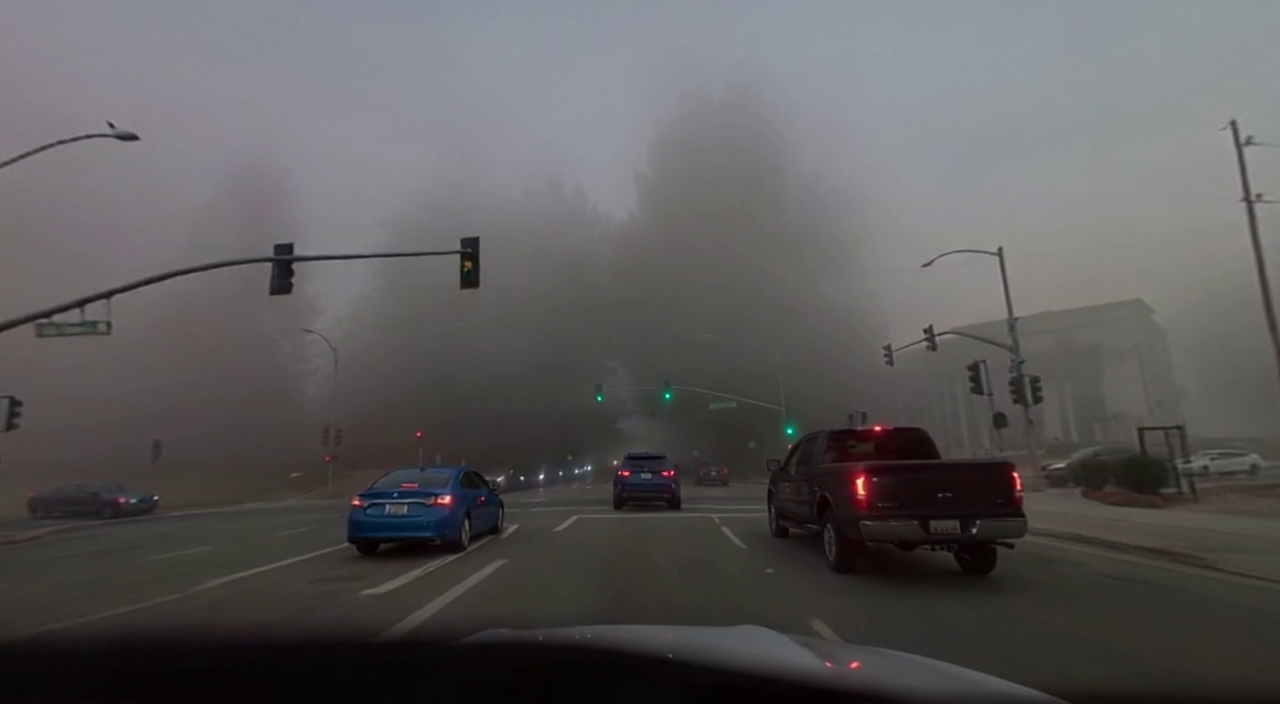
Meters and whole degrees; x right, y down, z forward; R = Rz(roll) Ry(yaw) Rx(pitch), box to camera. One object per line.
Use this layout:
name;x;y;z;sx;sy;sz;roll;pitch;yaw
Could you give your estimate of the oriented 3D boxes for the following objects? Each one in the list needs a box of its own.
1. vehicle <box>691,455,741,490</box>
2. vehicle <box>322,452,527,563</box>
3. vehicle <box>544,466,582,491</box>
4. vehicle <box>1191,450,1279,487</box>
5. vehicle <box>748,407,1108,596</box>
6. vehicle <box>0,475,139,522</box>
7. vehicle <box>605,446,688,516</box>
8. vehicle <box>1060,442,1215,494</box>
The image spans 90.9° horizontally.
vehicle;4.472;7.172;38.003;2.408;1.908;5.355;0;-9;1
vehicle;-3.393;2.521;11.097;1.909;1.476;4.751;0;-9;0
vehicle;-5.101;8.428;42.222;1.882;1.342;3.755;-4;-9;2
vehicle;25.027;4.701;25.356;4.180;1.376;1.583;1;-9;0
vehicle;3.349;1.929;9.242;2.571;1.857;5.841;0;-9;1
vehicle;-23.378;5.823;25.082;5.100;1.533;2.032;-2;-9;-1
vehicle;0.218;3.593;18.072;2.113;1.768;3.901;0;-9;2
vehicle;19.970;4.637;25.487;4.437;1.863;2.068;-1;-7;1
